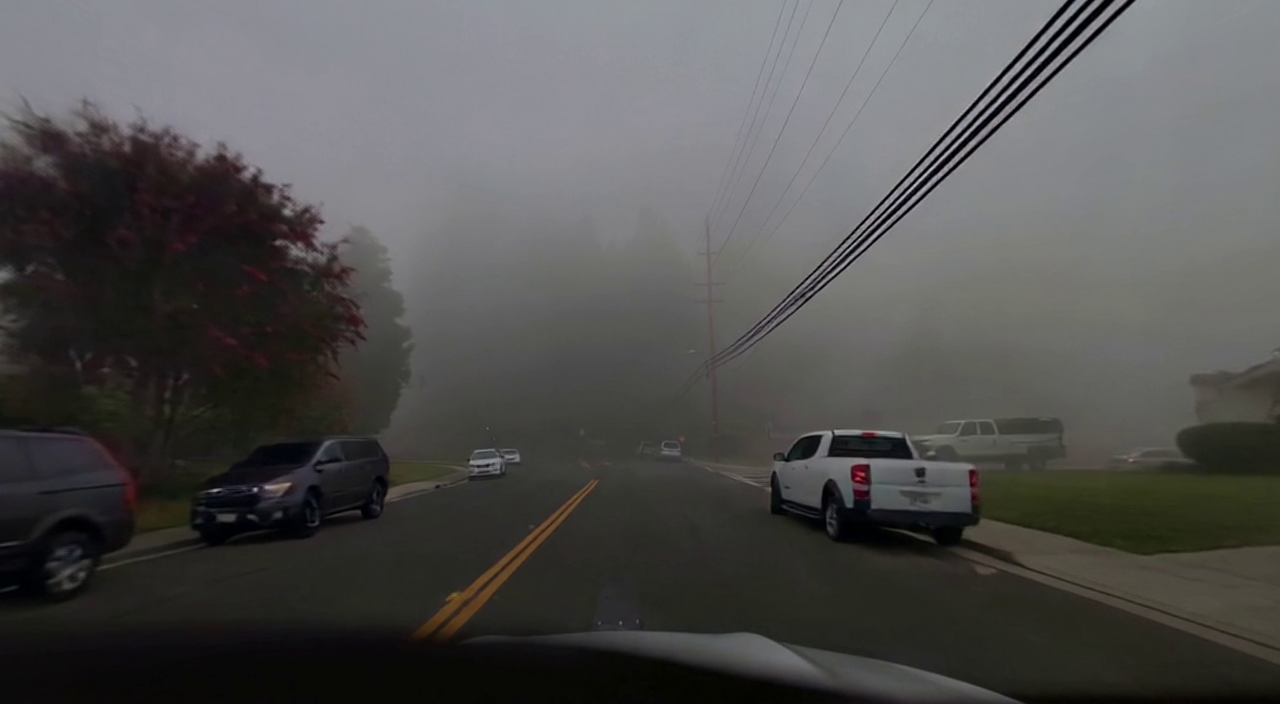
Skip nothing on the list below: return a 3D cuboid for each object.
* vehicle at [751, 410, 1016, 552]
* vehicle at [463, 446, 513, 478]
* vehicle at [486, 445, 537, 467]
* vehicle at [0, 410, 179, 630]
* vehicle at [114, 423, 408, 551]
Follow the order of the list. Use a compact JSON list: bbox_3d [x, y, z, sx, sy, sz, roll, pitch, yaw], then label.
[{"bbox_3d":[3.545,2.036,10.725,2.178,1.757,5.495,0,-9,-2],"label":"vehicle"},{"bbox_3d":[-7.441,5.418,31.308,1.997,1.456,4.319,1,-9,-8],"label":"vehicle"},{"bbox_3d":[-9.478,7.610,46.284,2.033,1.477,4.626,6,-10,-33],"label":"vehicle"},{"bbox_3d":[-6.325,1.344,4.899,2.031,1.799,4.587,0,-9,-1],"label":"vehicle"},{"bbox_3d":[-6.407,2.337,11.714,2.158,1.817,5.230,0,-9,0],"label":"vehicle"}]
